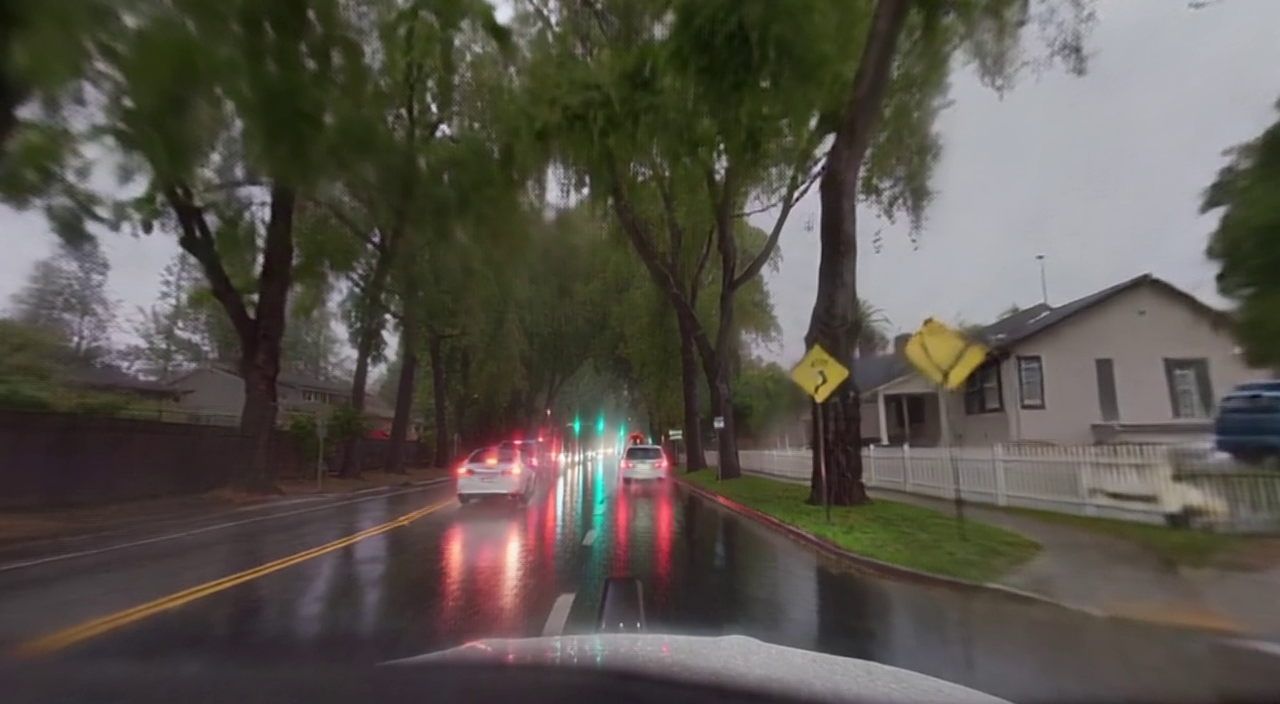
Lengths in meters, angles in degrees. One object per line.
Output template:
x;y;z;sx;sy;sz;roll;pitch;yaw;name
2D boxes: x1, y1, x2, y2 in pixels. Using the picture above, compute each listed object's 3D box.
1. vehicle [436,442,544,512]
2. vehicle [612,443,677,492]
-3.592;3.082;16.027;1.919;1.501;4.509;1;-9;-4;vehicle
0.078;4.412;24.470;2.258;1.682;4.635;1;-9;-2;vehicle
